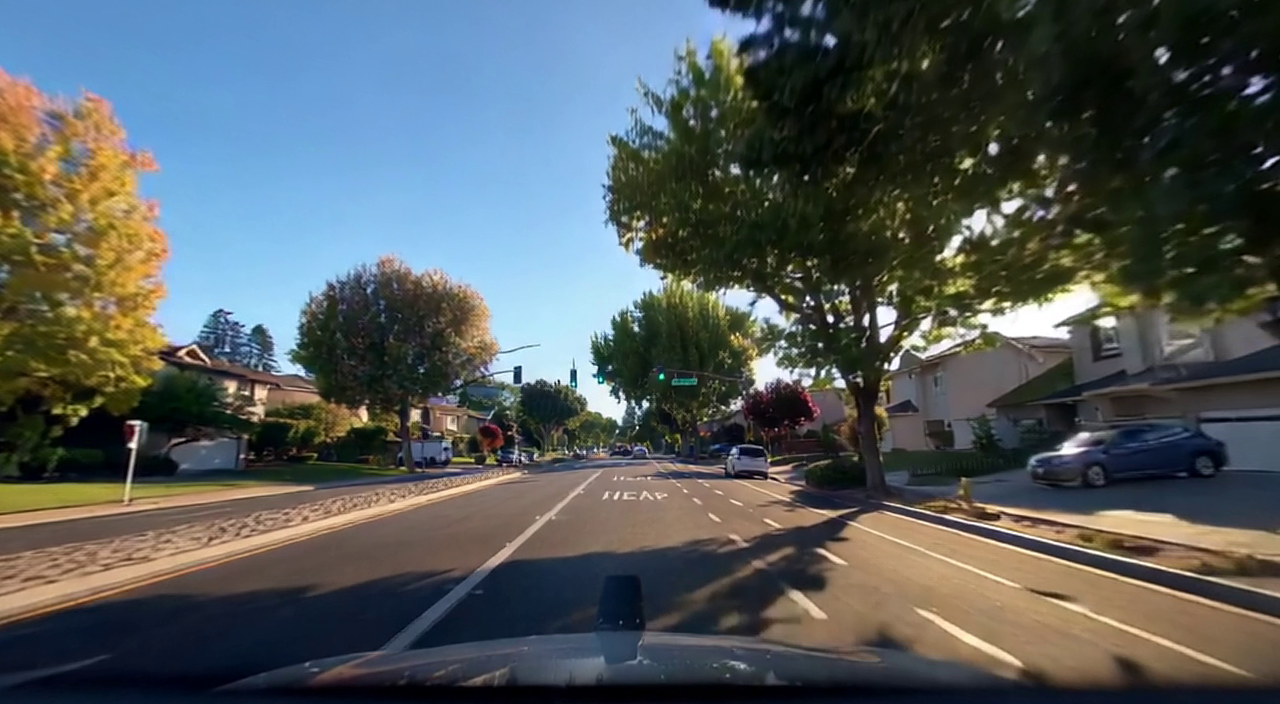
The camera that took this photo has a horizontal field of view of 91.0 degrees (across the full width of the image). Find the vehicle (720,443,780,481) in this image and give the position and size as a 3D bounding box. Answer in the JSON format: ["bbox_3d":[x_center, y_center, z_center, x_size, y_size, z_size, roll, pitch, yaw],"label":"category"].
[{"bbox_3d":[5.119,5.148,29.822,1.979,1.637,4.321,0,-9,-1],"label":"vehicle"}]

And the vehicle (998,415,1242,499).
[{"bbox_3d":[12.246,2.700,16.340,4.510,1.732,2.048,-4,-9,0],"label":"vehicle"}]
